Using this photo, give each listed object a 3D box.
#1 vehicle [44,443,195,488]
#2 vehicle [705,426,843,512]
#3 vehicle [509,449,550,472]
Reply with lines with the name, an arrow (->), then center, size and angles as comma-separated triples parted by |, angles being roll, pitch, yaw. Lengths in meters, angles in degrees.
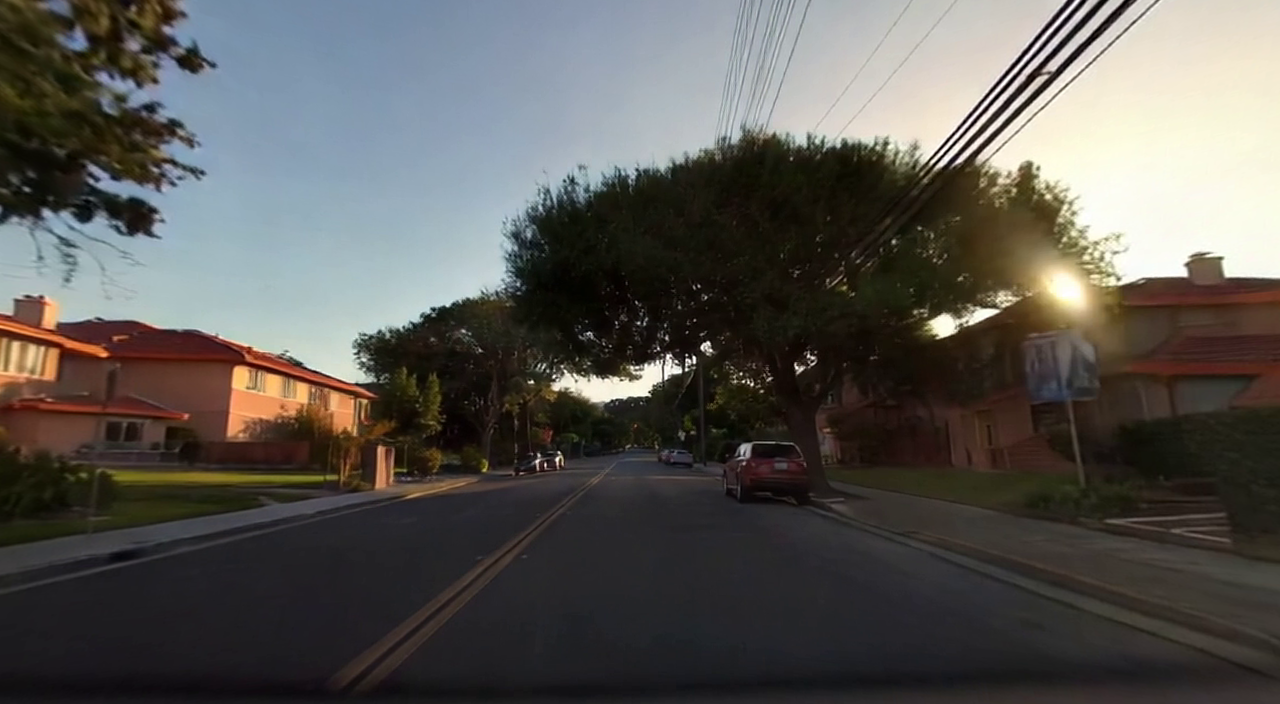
vehicle -> -22.253, 4.827, 27.380 | 2.139, 1.746, 5.099 | 0, -8, 1
vehicle -> 3.231, 2.946, 16.531 | 2.114, 1.858, 5.144 | 0, -8, -4
vehicle -> -7.604, 7.529, 44.077 | 1.956, 1.515, 4.607 | 0, -8, 1
